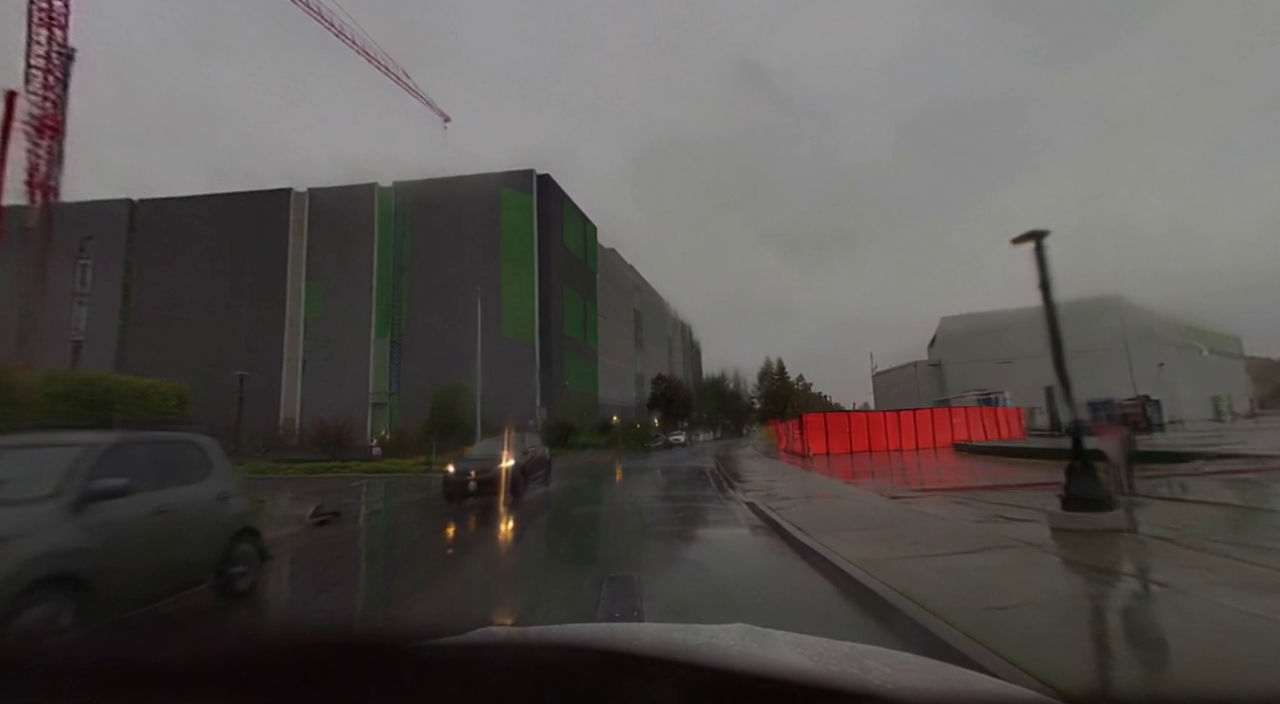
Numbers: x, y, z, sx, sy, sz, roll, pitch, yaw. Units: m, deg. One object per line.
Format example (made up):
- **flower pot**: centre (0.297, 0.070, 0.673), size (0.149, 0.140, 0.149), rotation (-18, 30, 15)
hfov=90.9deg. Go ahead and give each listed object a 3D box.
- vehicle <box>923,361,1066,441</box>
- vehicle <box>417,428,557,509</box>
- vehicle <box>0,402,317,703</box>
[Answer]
- **vehicle**: centre (19.280, 2.992, 35.306), size (3.031, 3.863, 9.734), rotation (-1, -8, 5)
- **vehicle**: centre (-3.469, 2.706, 15.243), size (1.967, 1.646, 4.192), rotation (-1, -8, 6)
- **vehicle**: centre (-3.902, 1.229, 4.299), size (1.736, 1.610, 2.874), rotation (-1, -8, 3)
